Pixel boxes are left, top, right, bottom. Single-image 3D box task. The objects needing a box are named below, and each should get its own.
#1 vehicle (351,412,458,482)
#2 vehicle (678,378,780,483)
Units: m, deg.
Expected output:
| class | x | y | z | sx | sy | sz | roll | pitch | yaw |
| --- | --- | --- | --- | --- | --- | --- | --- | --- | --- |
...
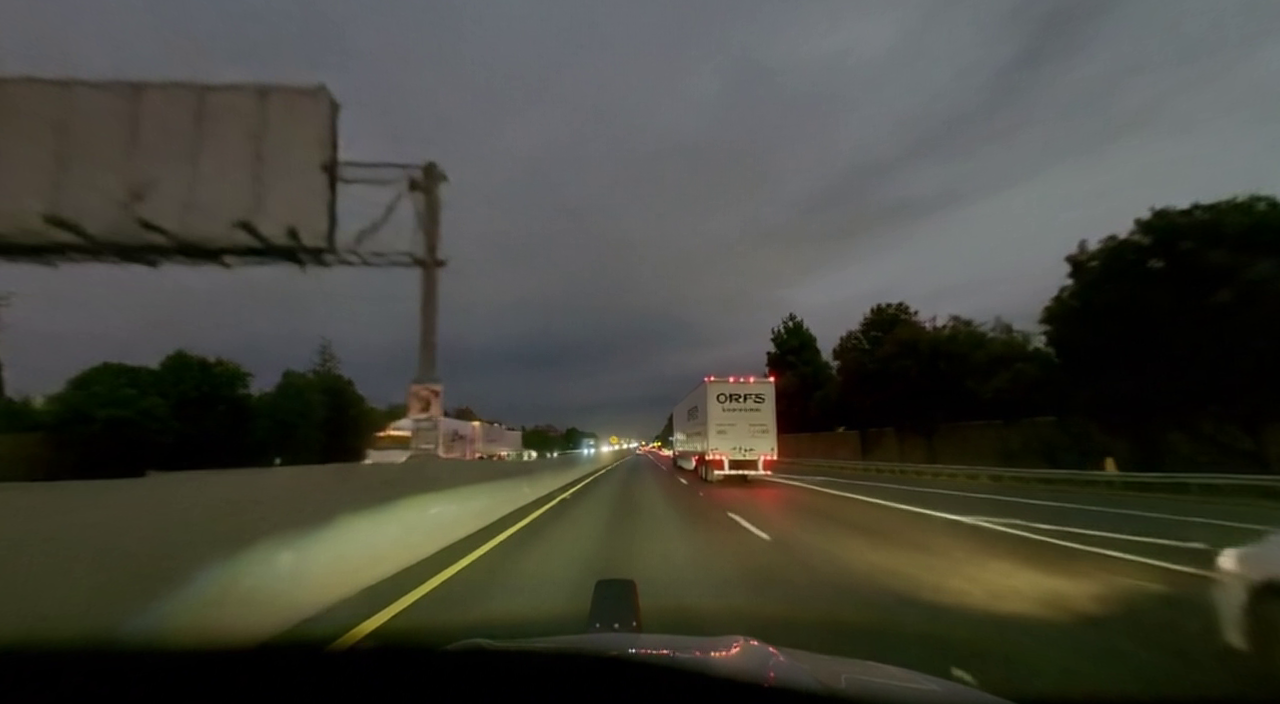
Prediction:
| class | x | y | z | sx | sy | sz | roll | pitch | yaw |
| --- | --- | --- | --- | --- | --- | --- | --- | --- | --- |
| vehicle | -12.811 | 5.316 | 35.120 | 2.901 | 3.451 | 7.721 | 0 | -9 | 0 |
| vehicle | 3.856 | 4.150 | 31.549 | 2.926 | 4.060 | 14.068 | 0 | -9 | -1 |
